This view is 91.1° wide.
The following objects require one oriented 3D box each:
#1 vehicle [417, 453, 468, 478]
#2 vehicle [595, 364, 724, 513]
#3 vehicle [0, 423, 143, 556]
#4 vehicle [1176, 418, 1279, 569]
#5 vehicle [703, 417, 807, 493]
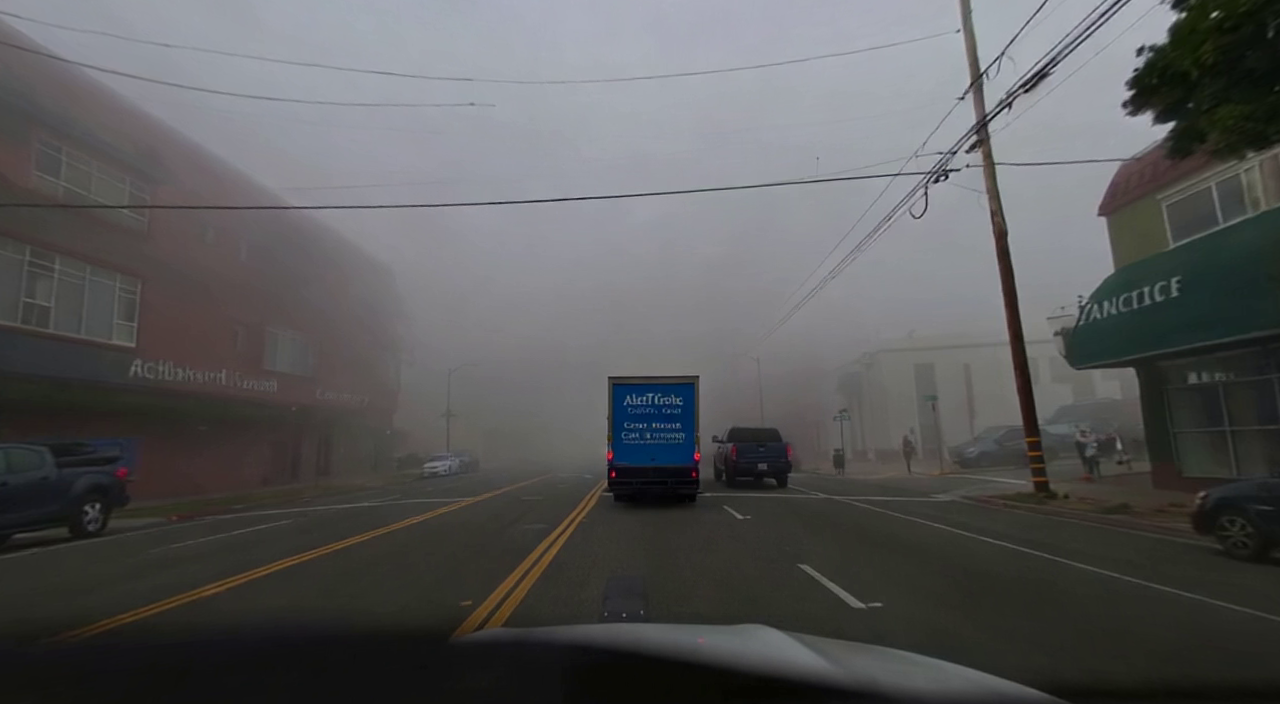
[{"bbox_3d":[-13.129,7.548,41.963,1.901,1.508,4.405,0,-8,1],"label":"vehicle"},{"bbox_3d":[0.285,2.145,15.531,2.517,2.926,6.177,0,-9,-2],"label":"vehicle"},{"bbox_3d":[-13.030,2.613,12.041,2.404,2.420,5.460,0,-9,1],"label":"vehicle"},{"bbox_3d":[9.560,1.620,7.315,4.463,1.677,2.003,-3,-9,16],"label":"vehicle"},{"bbox_3d":[3.441,3.236,20.029,2.346,2.062,5.236,0,-8,0],"label":"vehicle"}]
